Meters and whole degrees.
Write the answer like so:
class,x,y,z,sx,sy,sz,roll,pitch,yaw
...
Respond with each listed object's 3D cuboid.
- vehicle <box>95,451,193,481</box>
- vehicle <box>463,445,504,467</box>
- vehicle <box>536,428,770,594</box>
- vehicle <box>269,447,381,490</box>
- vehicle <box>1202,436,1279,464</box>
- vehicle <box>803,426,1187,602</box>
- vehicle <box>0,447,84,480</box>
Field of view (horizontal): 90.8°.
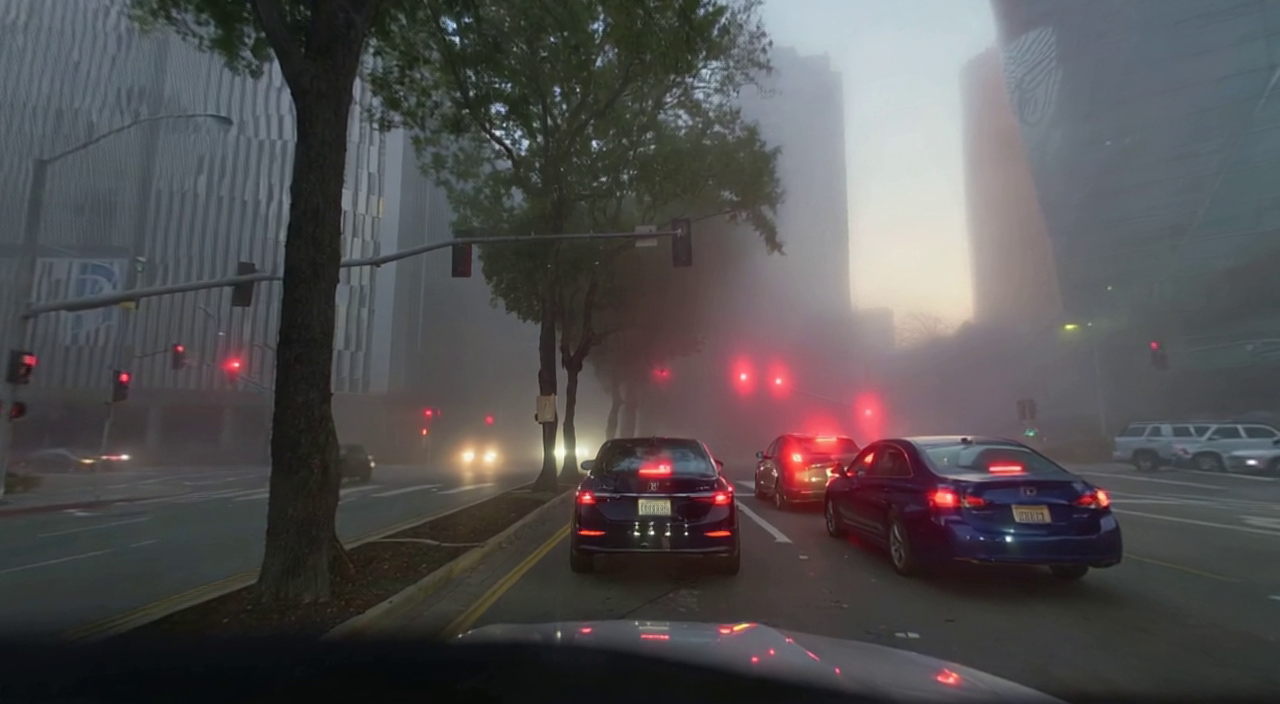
class,x,y,z,sx,sy,sz,roll,pitch,yaw
vehicle,-26.667,6.106,34.043,3.657,1.528,1.783,1,-9,-3
vehicle,-12.078,8.029,48.912,2.009,1.642,4.482,0,-9,0
vehicle,0.090,1.734,7.737,2.087,1.468,4.014,0,-9,-1
vehicle,-11.841,4.395,24.142,1.922,1.466,4.422,0,-9,1
vehicle,35.211,5.631,36.138,4.190,1.535,1.998,0,-9,-1
vehicle,3.635,1.735,7.741,2.018,1.491,4.544,0,-9,-1
vehicle,-35.513,6.481,36.807,4.147,1.873,1.961,1,-9,-3
